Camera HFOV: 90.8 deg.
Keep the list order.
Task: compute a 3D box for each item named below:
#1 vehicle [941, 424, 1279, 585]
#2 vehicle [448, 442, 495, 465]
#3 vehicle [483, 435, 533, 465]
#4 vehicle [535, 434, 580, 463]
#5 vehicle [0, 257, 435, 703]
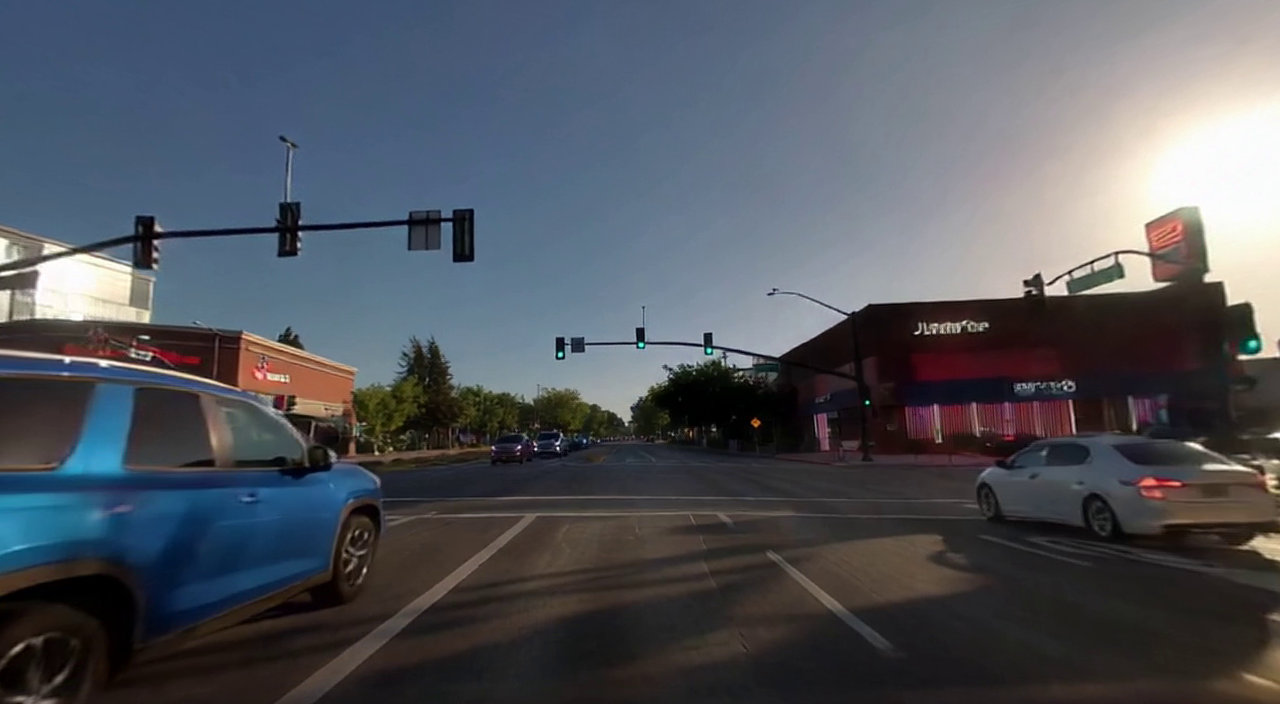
[{"bbox_3d":[6.159,1.769,8.318,1.972,1.476,4.775,0,-8,-1],"label":"vehicle"},{"bbox_3d":[-11.405,6.902,43.093,2.003,1.476,4.082,0,-8,1],"label":"vehicle"},{"bbox_3d":[-8.480,6.360,41.001,2.273,1.791,4.809,0,-8,-1],"label":"vehicle"},{"bbox_3d":[-5.459,6.462,42.299,2.384,1.787,5.038,0,-8,-1],"label":"vehicle"},{"bbox_3d":[-3.366,0.964,4.325,2.313,1.883,5.016,0,-8,-1],"label":"vehicle"}]
